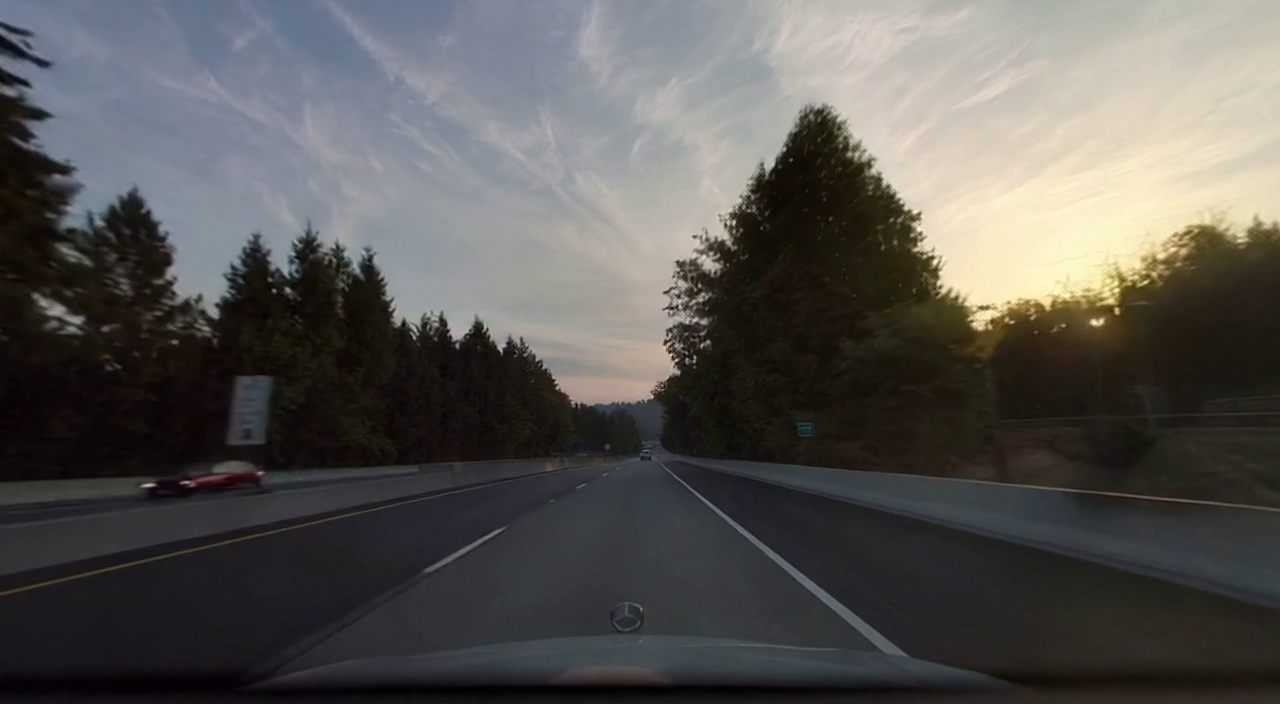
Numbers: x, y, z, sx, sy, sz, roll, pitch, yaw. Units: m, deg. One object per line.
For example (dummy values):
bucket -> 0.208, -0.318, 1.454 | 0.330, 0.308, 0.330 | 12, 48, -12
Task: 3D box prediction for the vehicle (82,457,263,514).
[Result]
vehicle -> -13.741, 3.915, 18.982 | 1.972, 1.465, 4.493 | 0, -9, 0
